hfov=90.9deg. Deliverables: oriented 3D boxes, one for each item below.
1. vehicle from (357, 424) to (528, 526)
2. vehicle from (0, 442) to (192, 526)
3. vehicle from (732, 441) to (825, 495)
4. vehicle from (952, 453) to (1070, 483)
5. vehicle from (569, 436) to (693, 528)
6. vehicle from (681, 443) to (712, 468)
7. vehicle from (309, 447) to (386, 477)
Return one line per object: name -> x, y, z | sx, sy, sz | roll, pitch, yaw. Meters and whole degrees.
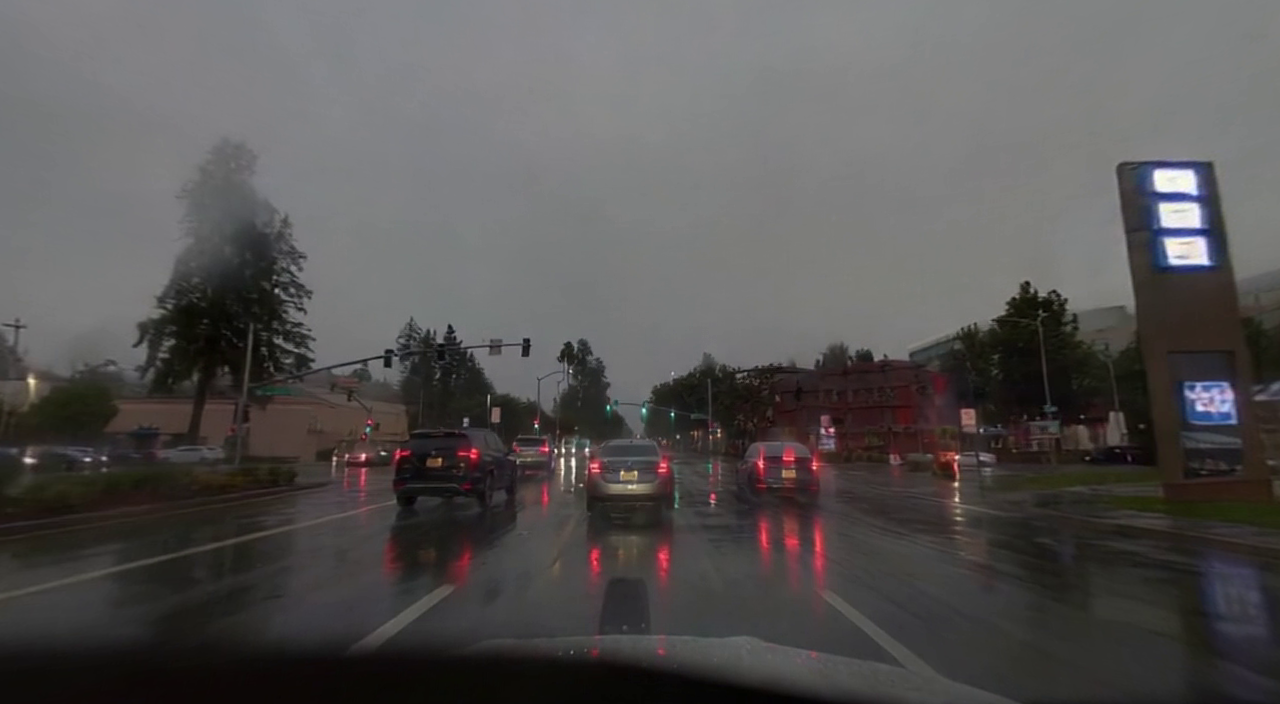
vehicle -> -3.644, 2.340, 12.531 | 1.983, 1.685, 3.997 | 0, -8, 2
vehicle -> -12.167, 2.661, 13.361 | 1.900, 1.466, 4.627 | 0, -8, 1
vehicle -> 4.205, 3.579, 19.847 | 1.979, 1.485, 4.207 | 0, -8, 0
vehicle -> 19.105, 5.989, 32.672 | 4.795, 1.457, 1.986 | 0, -8, 4
vehicle -> -0.152, 2.537, 12.887 | 2.121, 1.563, 4.031 | 0, -8, 0
vehicle -> 4.014, 7.341, 45.014 | 1.848, 1.665, 3.747 | 0, -8, 0
vehicle -> -15.451, 5.816, 33.629 | 1.896, 1.468, 4.573 | 0, -8, 0
